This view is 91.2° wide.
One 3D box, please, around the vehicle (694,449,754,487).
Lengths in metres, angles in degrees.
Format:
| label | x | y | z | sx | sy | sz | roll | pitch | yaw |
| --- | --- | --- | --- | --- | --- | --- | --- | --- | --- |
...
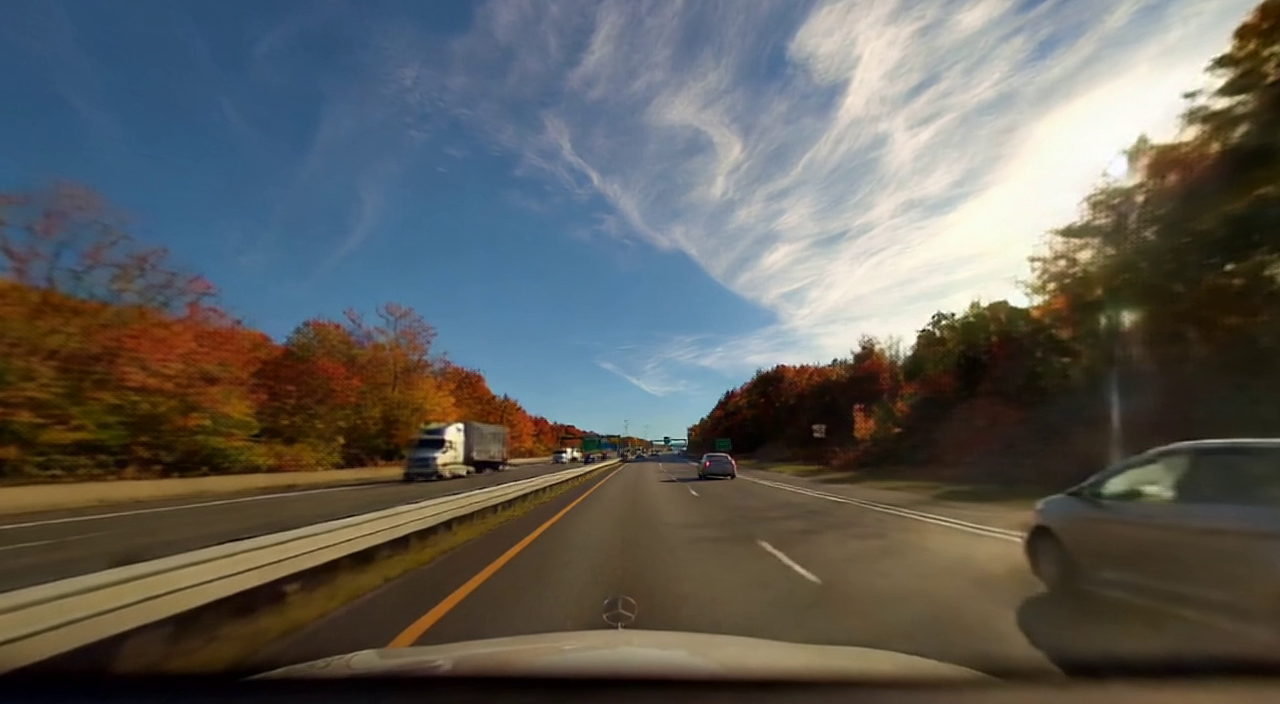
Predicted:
| label | x | y | z | sx | sy | sz | roll | pitch | yaw |
| --- | --- | --- | --- | --- | --- | --- | --- | --- | --- |
| vehicle | 3.780 | 5.302 | 29.022 | 2.070 | 1.546 | 4.648 | 0 | -9 | 0 |

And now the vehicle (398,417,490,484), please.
| label | x | y | z | sx | sy | sz | roll | pitch | yaw |
| --- | --- | --- | --- | --- | --- | --- | --- | --- | --- |
| vehicle | -12.824 | 6.616 | 42.235 | 3.017 | 3.962 | 9.879 | 0 | -9 | 0 |

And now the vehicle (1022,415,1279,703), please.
| label | x | y | z | sx | sy | sz | roll | pitch | yaw |
| --- | --- | --- | --- | --- | --- | --- | --- | --- | --- |
| vehicle | 4.490 | 1.123 | 3.405 | 2.119 | 1.557 | 4.163 | 0 | -9 | -1 |
